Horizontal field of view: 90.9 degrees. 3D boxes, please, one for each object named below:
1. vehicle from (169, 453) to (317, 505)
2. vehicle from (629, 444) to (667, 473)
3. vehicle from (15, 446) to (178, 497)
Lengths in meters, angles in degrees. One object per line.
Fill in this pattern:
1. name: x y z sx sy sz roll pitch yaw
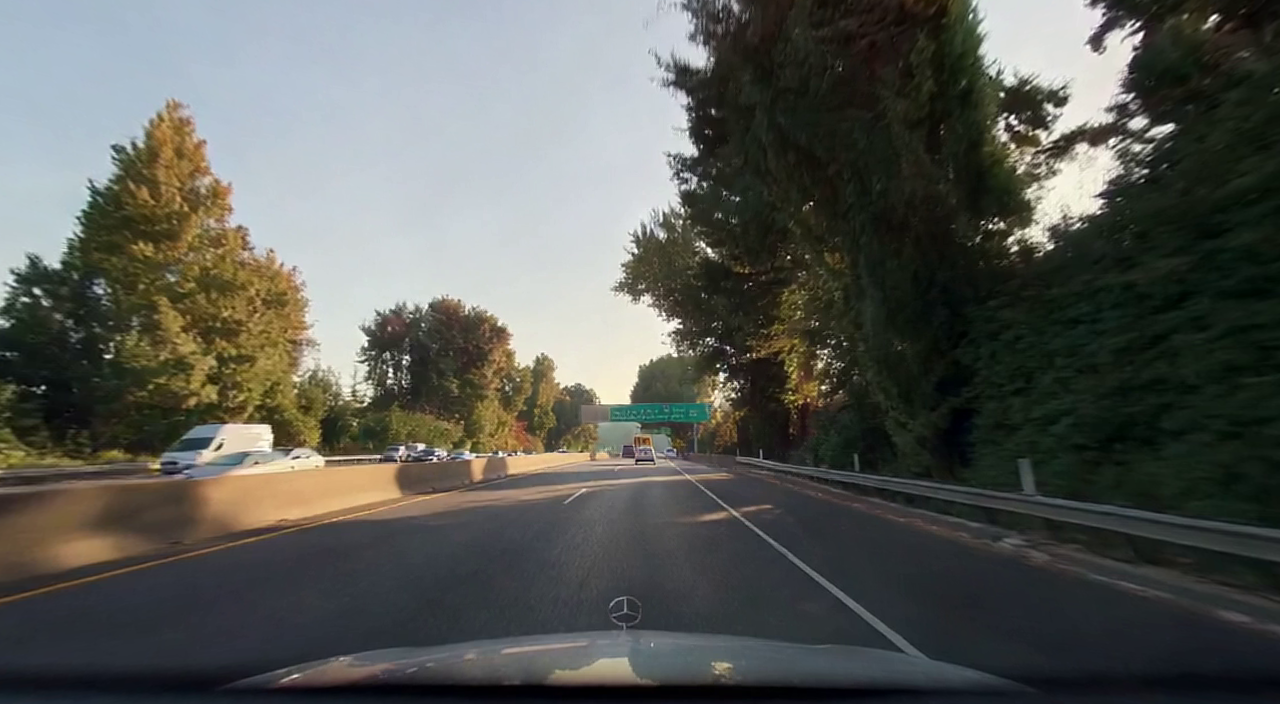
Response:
1. vehicle: -12.789 4.082 20.705 1.950 1.477 4.403 0 -9 1
2. vehicle: 0.391 5.755 34.095 1.960 1.456 3.818 0 -9 0
3. vehicle: -20.658 4.524 24.321 2.085 1.735 4.687 0 -9 0
